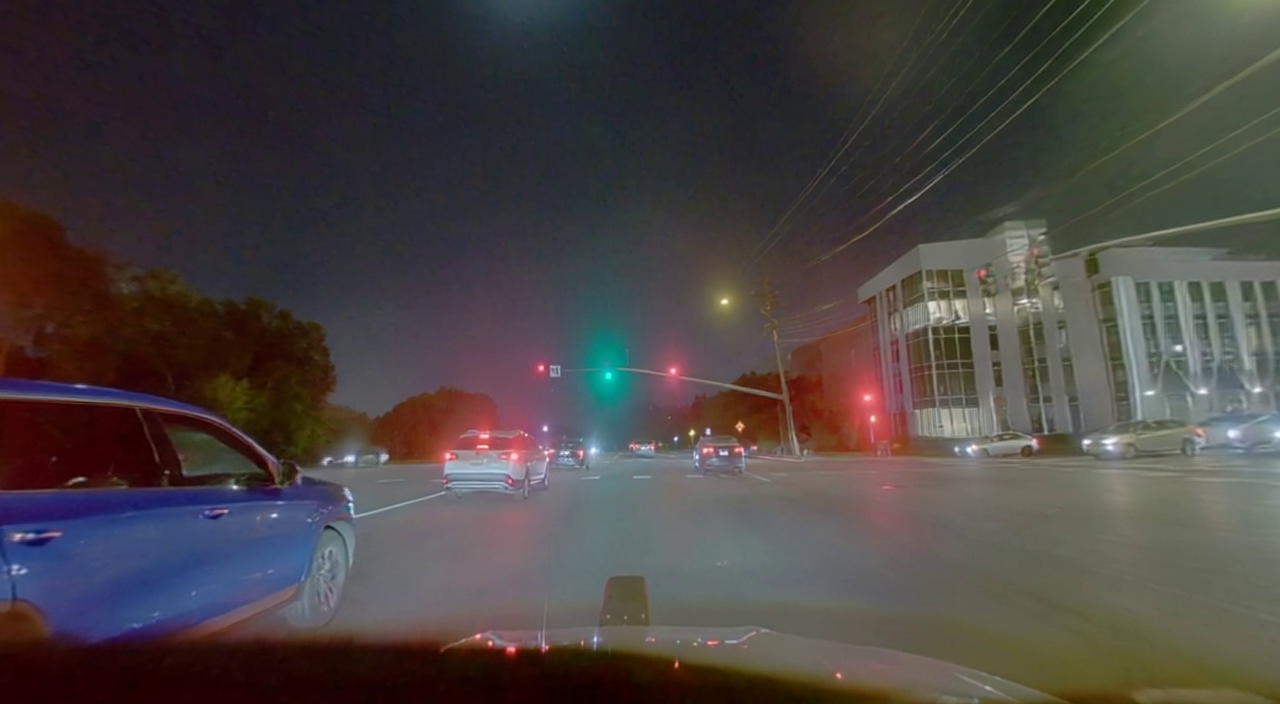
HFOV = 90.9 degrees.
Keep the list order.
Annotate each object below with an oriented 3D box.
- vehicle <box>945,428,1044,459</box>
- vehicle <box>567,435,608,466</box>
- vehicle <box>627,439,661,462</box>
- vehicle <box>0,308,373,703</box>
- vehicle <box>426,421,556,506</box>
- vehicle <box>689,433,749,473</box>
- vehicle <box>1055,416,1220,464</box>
[{"bbox_3d":[19.262,5.001,34.422,4.119,1.574,2.028,0,-9,2],"label":"vehicle"},{"bbox_3d":[-2.949,5.684,36.436,1.900,1.677,4.128,0,-8,2],"label":"vehicle"},{"bbox_3d":[0.287,6.773,43.372,2.185,1.515,4.215,0,-8,1],"label":"vehicle"},{"bbox_3d":[-3.312,0.843,2.979,2.127,1.754,4.287,0,-8,1],"label":"vehicle"},{"bbox_3d":[-3.395,2.640,15.320,1.958,1.744,4.315,0,-8,2],"label":"vehicle"},{"bbox_3d":[3.614,4.733,29.795,2.201,1.734,4.564,0,-8,-1],"label":"vehicle"},{"bbox_3d":[19.625,3.492,25.003,5.033,1.802,1.928,1,-9,-5],"label":"vehicle"}]
